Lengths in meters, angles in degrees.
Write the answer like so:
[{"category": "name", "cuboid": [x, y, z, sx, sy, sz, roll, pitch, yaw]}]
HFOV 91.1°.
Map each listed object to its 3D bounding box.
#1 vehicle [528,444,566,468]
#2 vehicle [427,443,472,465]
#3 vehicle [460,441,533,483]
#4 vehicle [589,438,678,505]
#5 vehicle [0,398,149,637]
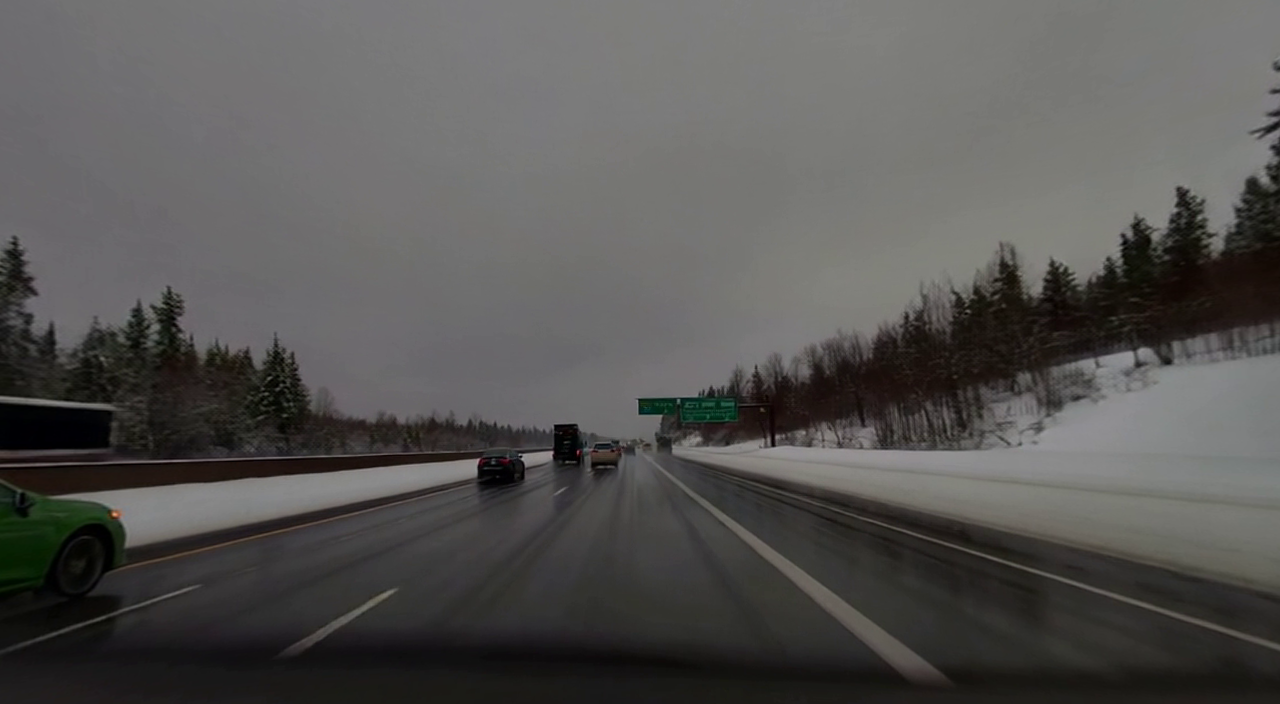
[{"category": "vehicle", "cuboid": [-5.809, 6.549, 39.720, 1.814, 1.417, 3.860, 0, -9, 0]}, {"category": "vehicle", "cuboid": [-14.645, 7.850, 48.616, 2.121, 1.609, 4.678, 0, -9, -1]}, {"category": "vehicle", "cuboid": [-5.509, 4.263, 24.667, 1.892, 1.481, 4.180, 0, -9, -1]}, {"category": "vehicle", "cuboid": [-0.182, 2.892, 15.578, 1.940, 1.451, 3.512, 0, -9, -1]}, {"category": "vehicle", "cuboid": [-5.398, 1.019, 3.511, 2.058, 1.626, 4.118, 0, -9, -2]}]
